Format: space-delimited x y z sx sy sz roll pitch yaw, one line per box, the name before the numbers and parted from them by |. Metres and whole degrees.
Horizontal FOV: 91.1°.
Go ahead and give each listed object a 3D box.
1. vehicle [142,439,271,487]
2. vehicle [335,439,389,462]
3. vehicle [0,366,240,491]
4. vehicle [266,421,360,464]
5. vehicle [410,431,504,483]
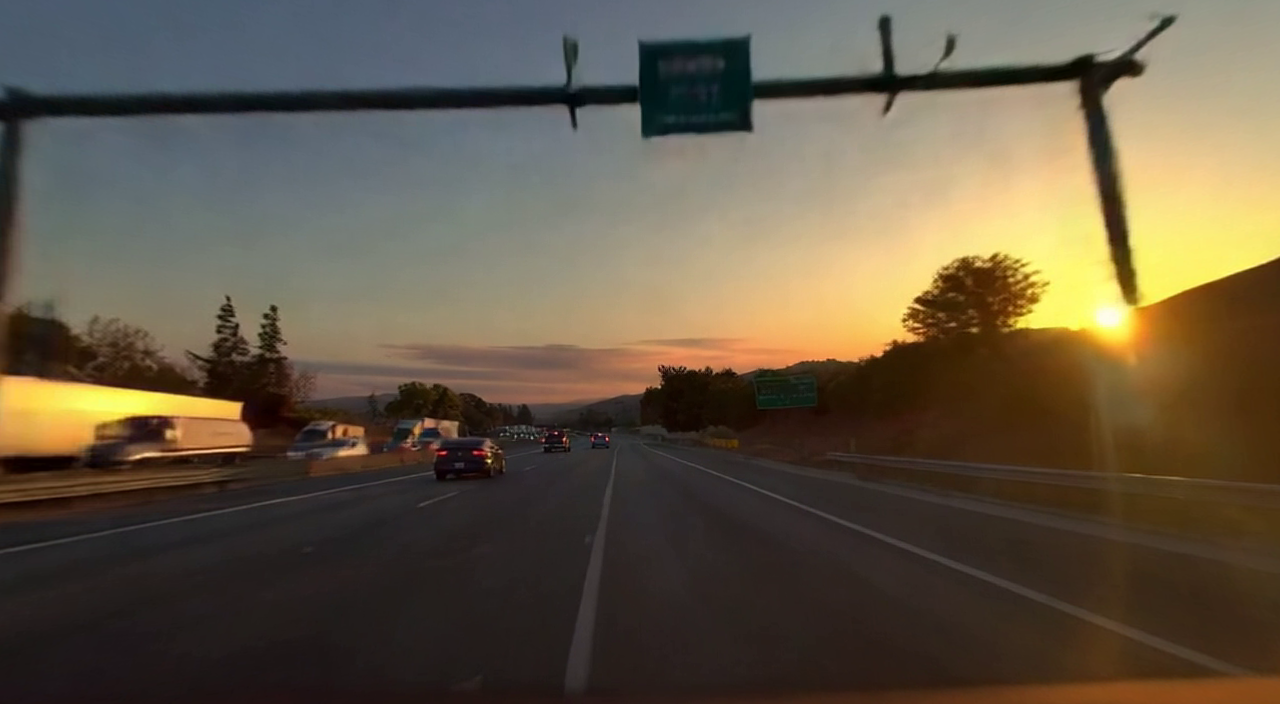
vehicle | -14.765 3.756 21.686 1.775 1.440 3.806 0 -8 -1
vehicle | -19.227 6.810 43.626 1.858 1.457 4.357 0 -8 -1
vehicle | -22.071 3.027 23.920 3.348 3.923 16.919 -1 -8 -2
vehicle | -22.983 6.395 44.722 3.016 2.733 7.070 0 -8 -1
vehicle | -5.963 3.449 21.034 1.953 1.550 4.167 0 -8 -1
